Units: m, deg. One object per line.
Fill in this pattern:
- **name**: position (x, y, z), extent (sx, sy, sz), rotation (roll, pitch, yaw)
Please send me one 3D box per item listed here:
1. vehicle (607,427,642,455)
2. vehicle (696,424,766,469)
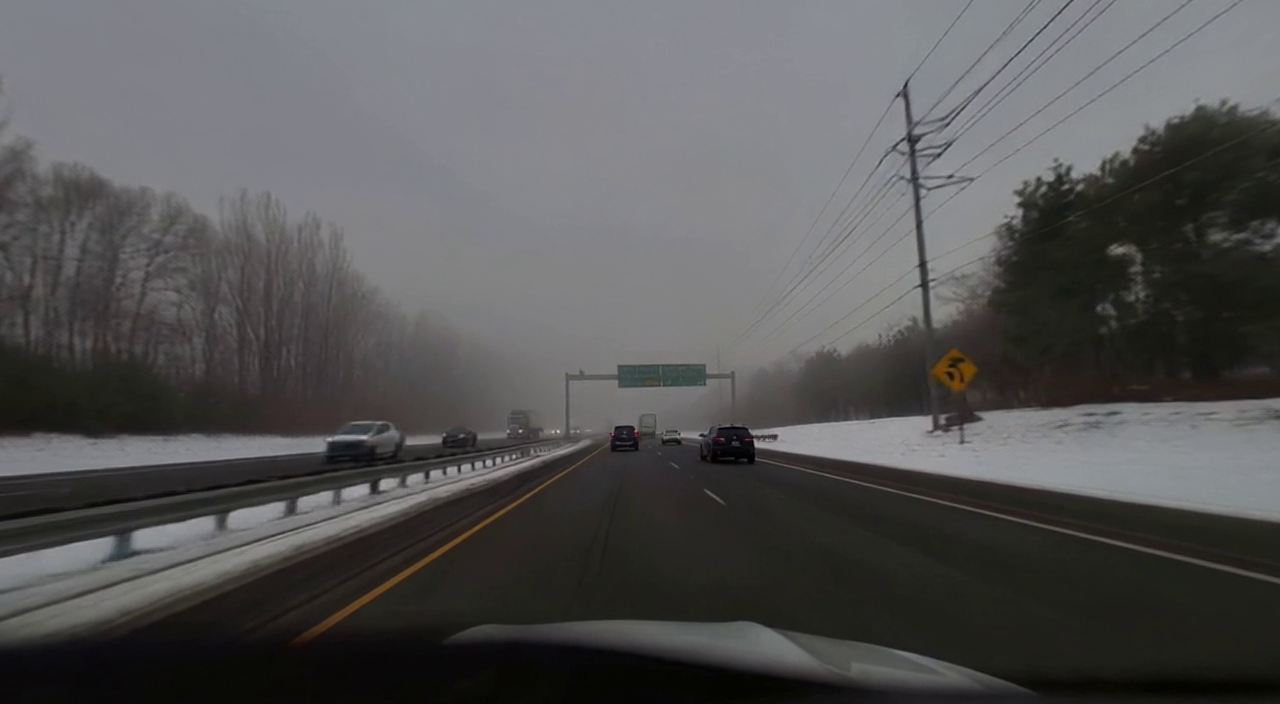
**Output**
- **vehicle**: position (-0.949, 5.665, 40.283), extent (2.134, 1.710, 4.049), rotation (0, -7, -1)
- **vehicle**: position (3.402, 3.637, 24.334), extent (2.062, 1.581, 3.914), rotation (0, -8, -1)
